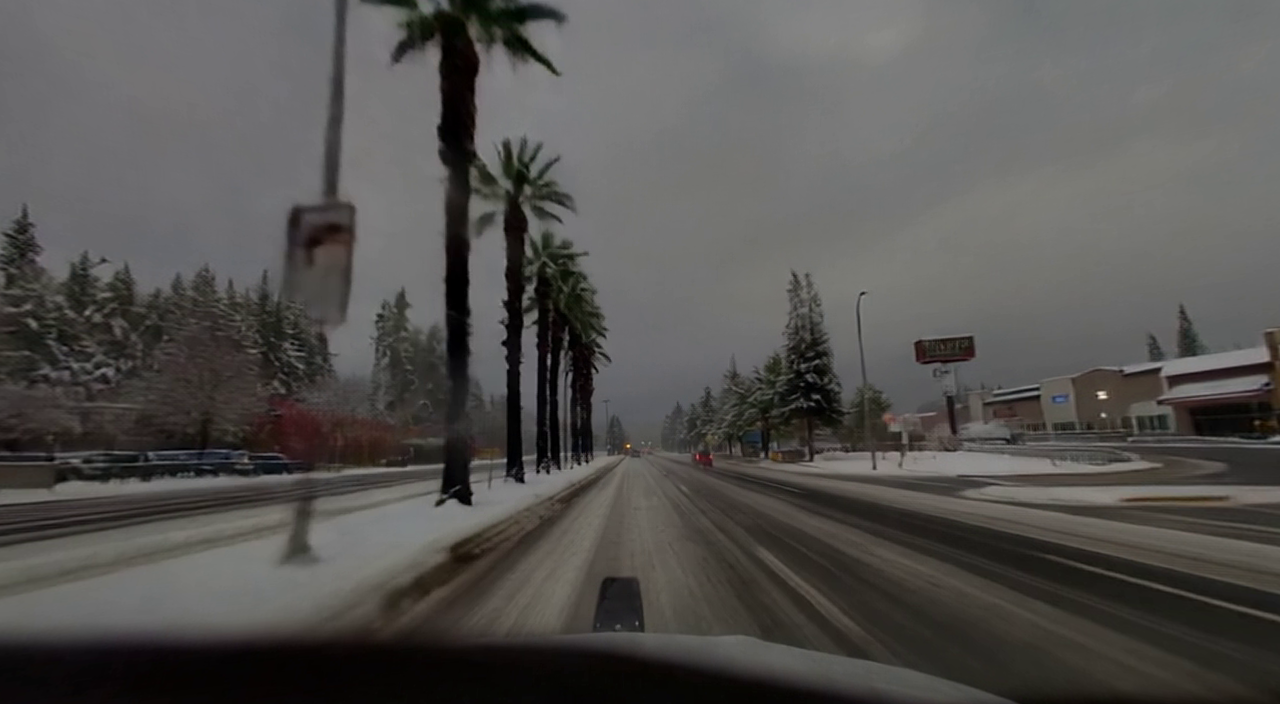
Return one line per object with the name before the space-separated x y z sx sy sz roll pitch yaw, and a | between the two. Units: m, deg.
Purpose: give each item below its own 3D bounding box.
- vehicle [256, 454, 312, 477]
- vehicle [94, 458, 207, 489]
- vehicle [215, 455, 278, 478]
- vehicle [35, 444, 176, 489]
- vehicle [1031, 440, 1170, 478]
vehicle | -26.570 8.458 47.114 1.914 1.581 4.486 -1 -10 -5
vehicle | -25.652 6.386 33.228 1.970 1.446 4.674 -3 -10 4
vehicle | -29.085 8.441 46.643 1.883 1.575 4.314 -1 -10 -1
vehicle | -28.489 6.084 33.964 2.333 2.153 6.030 0 -9 -1
vehicle | 20.291 4.732 27.854 4.472 1.521 2.090 -1 -10 -2
